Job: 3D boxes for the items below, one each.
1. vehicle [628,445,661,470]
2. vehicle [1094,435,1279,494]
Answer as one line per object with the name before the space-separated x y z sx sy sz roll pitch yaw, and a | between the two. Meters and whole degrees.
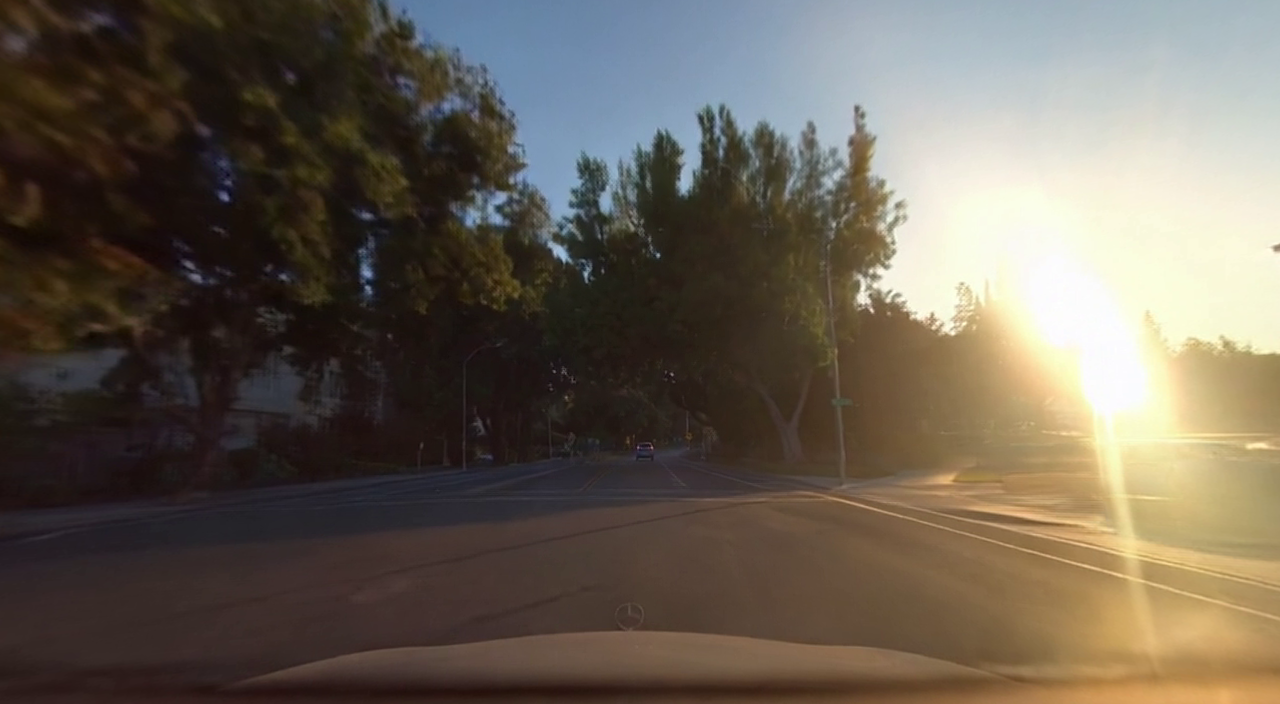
vehicle | 0.335 7.383 44.396 2.200 1.653 4.127 0 -8 1
vehicle | 15.411 2.993 16.938 4.824 1.462 1.974 0 -9 0
